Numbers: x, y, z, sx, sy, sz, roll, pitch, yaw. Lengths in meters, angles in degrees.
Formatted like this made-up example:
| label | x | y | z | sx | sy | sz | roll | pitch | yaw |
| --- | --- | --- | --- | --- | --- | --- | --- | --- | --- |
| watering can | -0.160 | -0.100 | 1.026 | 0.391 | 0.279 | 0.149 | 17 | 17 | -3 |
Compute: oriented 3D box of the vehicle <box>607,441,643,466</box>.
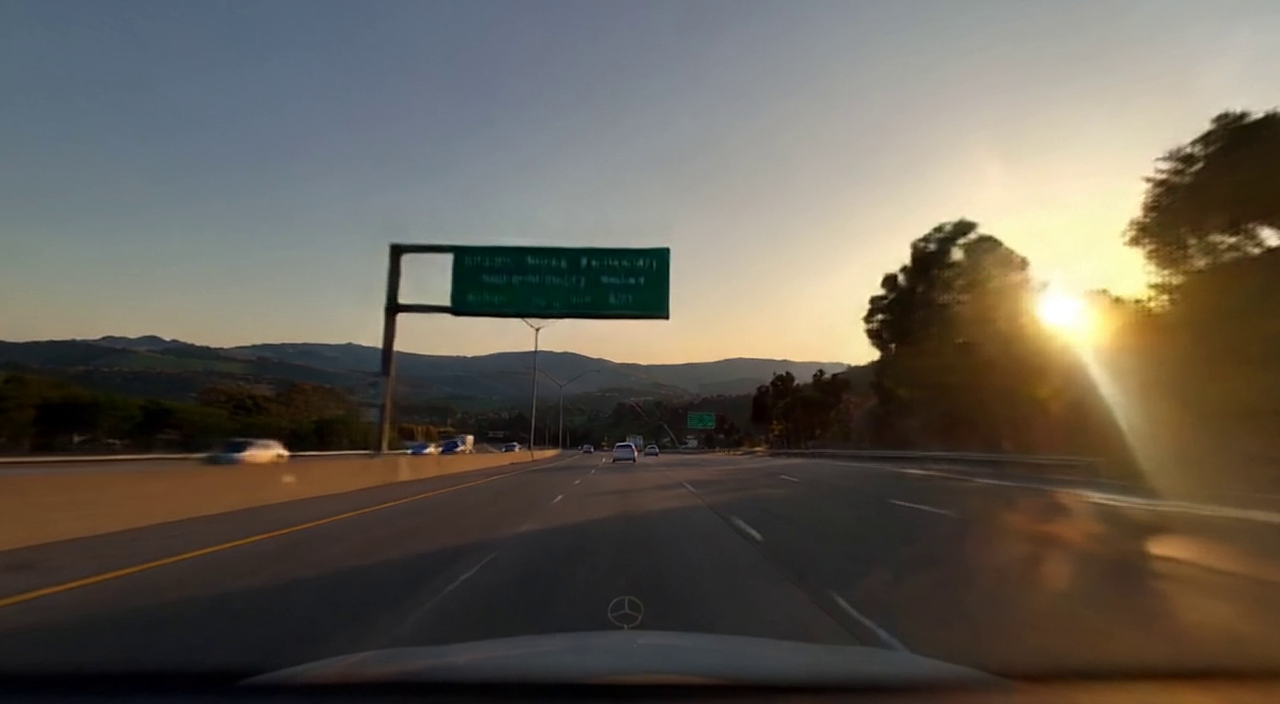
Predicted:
| label | x | y | z | sx | sy | sz | roll | pitch | yaw |
| --- | --- | --- | --- | --- | --- | --- | --- | --- | --- |
| vehicle | -1.009 | 6.493 | 40.614 | 2.193 | 1.497 | 4.337 | 0 | -8 | -2 |

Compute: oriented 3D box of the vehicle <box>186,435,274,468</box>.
| label | x | y | z | sx | sy | sz | roll | pitch | yaw |
| --- | --- | --- | --- | --- | --- | --- | --- | --- | --- |
| vehicle | -22.150 | 5.360 | 34.287 | 1.866 | 1.656 | 4.360 | 0 | -8 | -1 |
